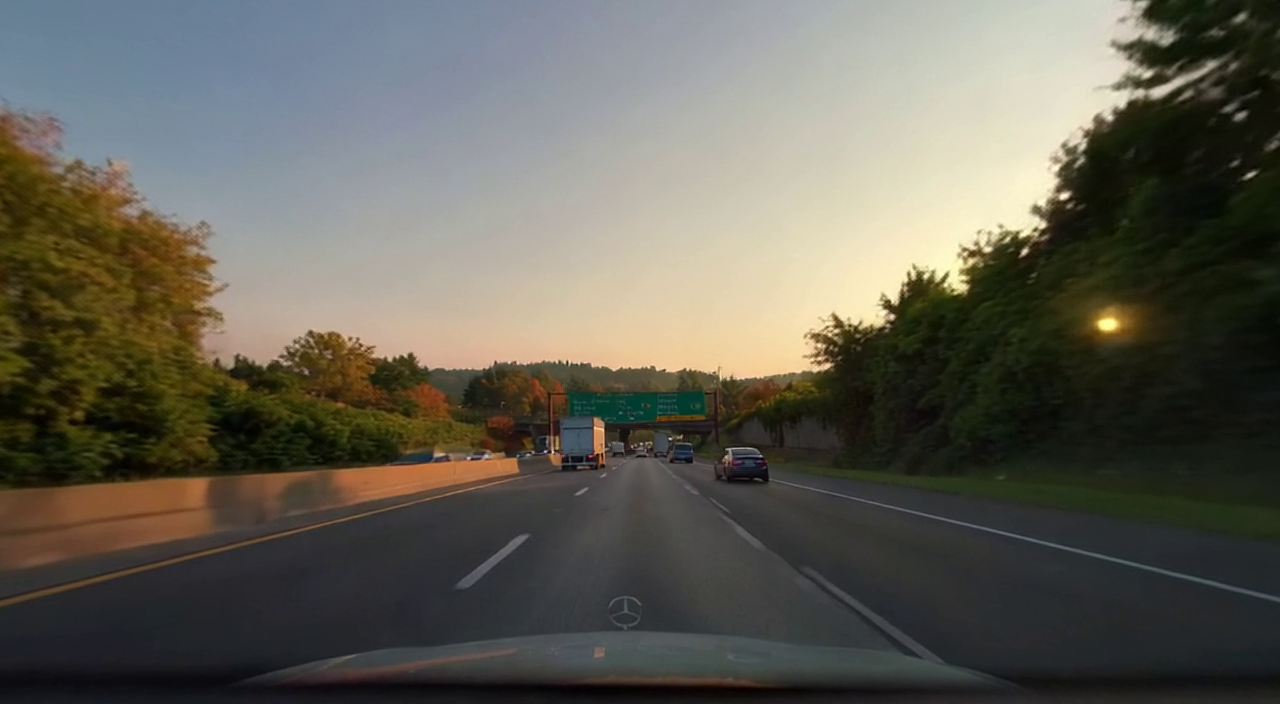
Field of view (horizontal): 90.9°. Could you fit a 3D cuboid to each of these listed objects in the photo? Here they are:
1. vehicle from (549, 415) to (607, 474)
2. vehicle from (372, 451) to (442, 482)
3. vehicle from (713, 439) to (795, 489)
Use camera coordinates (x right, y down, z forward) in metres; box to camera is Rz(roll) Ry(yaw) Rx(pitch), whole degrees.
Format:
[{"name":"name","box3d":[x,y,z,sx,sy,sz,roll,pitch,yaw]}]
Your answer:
[{"name":"vehicle","box3d":[-3.581,5.583,37.924,2.667,3.195,6.731,0,-9,1]},{"name":"vehicle","box3d":[-11.662,5.726,31.901,1.810,1.429,4.420,0,-9,1]},{"name":"vehicle","box3d":[3.810,3.837,21.806,1.983,1.545,4.038,0,-9,-1]}]
